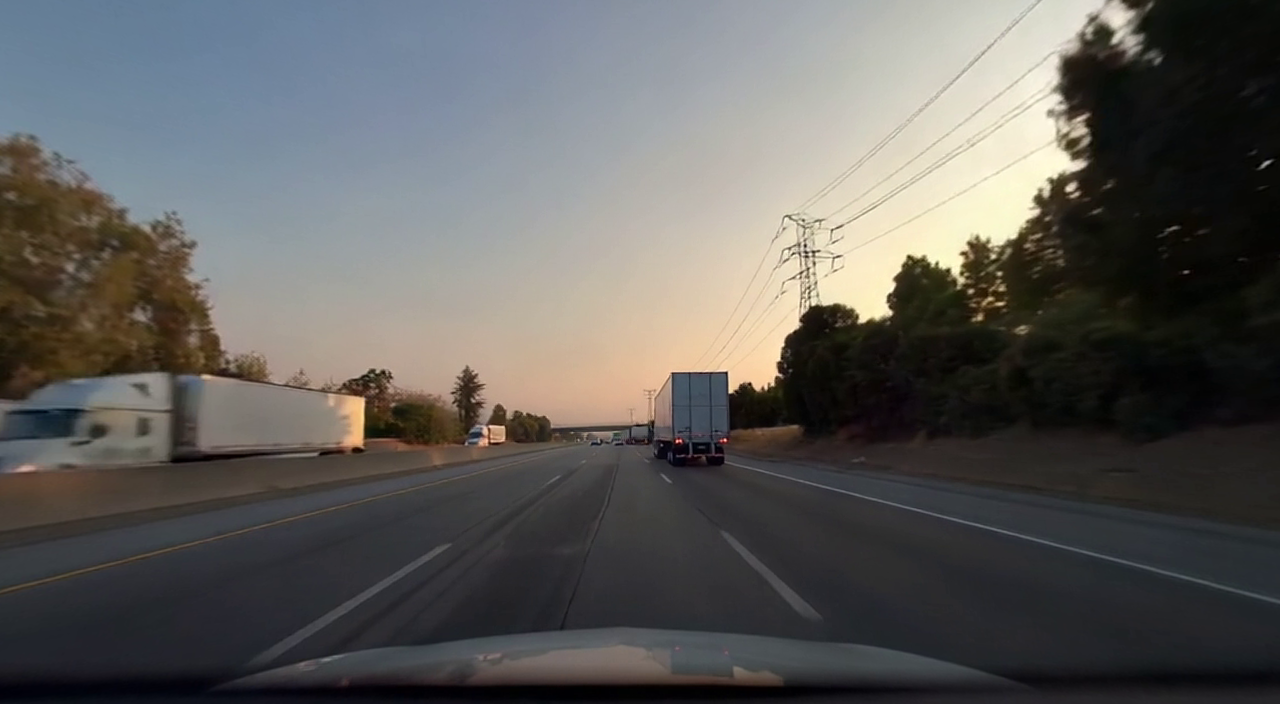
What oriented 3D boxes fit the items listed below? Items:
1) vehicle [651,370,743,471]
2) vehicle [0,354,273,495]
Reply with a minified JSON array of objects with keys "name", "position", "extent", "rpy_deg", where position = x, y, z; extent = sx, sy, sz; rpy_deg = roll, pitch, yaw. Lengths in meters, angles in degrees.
[{"name":"vehicle","position":[2.441,3.725,32.727],"extent":[2.905,4.080,14.157],"rpy_deg":[0,-8,-2]},{"name":"vehicle","position":[-16.084,2.467,21.060],"extent":[3.034,3.819,7.828],"rpy_deg":[0,-8,-2]}]
